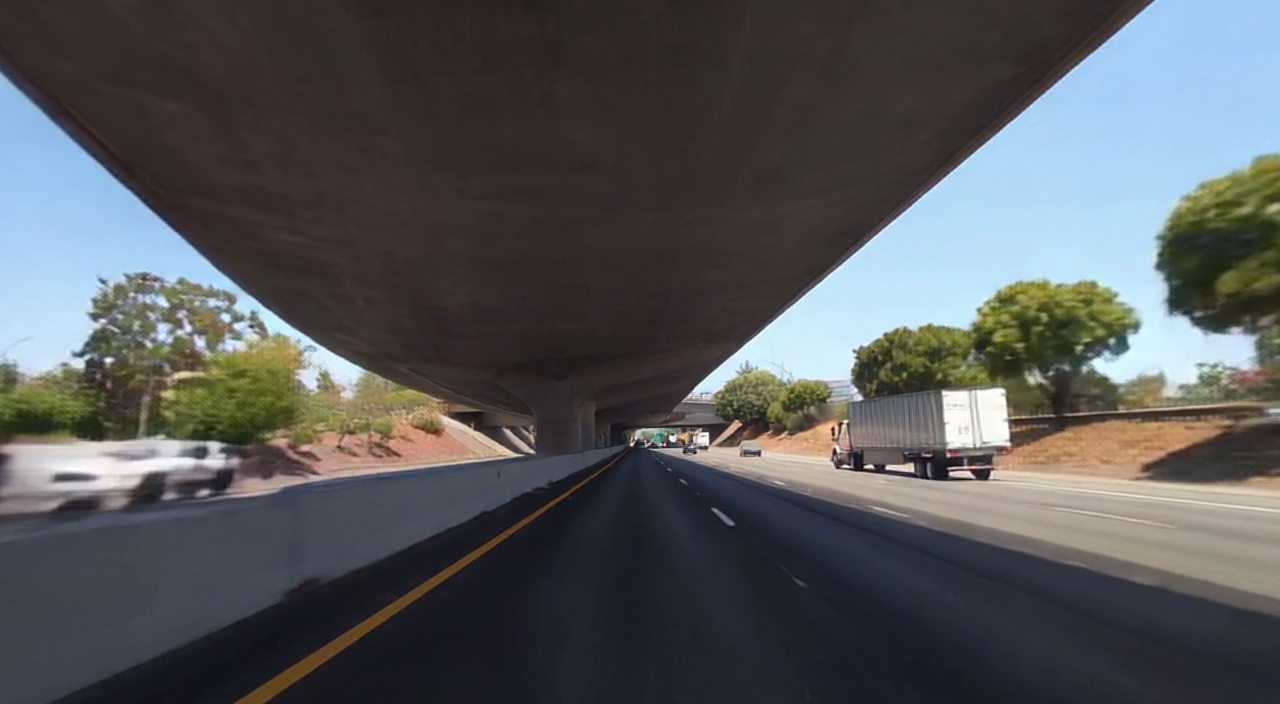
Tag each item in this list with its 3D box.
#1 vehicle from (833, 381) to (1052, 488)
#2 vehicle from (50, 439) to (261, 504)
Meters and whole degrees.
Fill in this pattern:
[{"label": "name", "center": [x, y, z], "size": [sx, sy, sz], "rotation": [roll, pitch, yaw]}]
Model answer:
[{"label": "vehicle", "center": [10.817, 3.278, 24.578], "size": [2.960, 3.207, 10.950], "rotation": [0, -8, -1]}, {"label": "vehicle", "center": [-13.885, 3.421, 18.661], "size": [2.016, 1.617, 5.258], "rotation": [0, -8, 1]}]
